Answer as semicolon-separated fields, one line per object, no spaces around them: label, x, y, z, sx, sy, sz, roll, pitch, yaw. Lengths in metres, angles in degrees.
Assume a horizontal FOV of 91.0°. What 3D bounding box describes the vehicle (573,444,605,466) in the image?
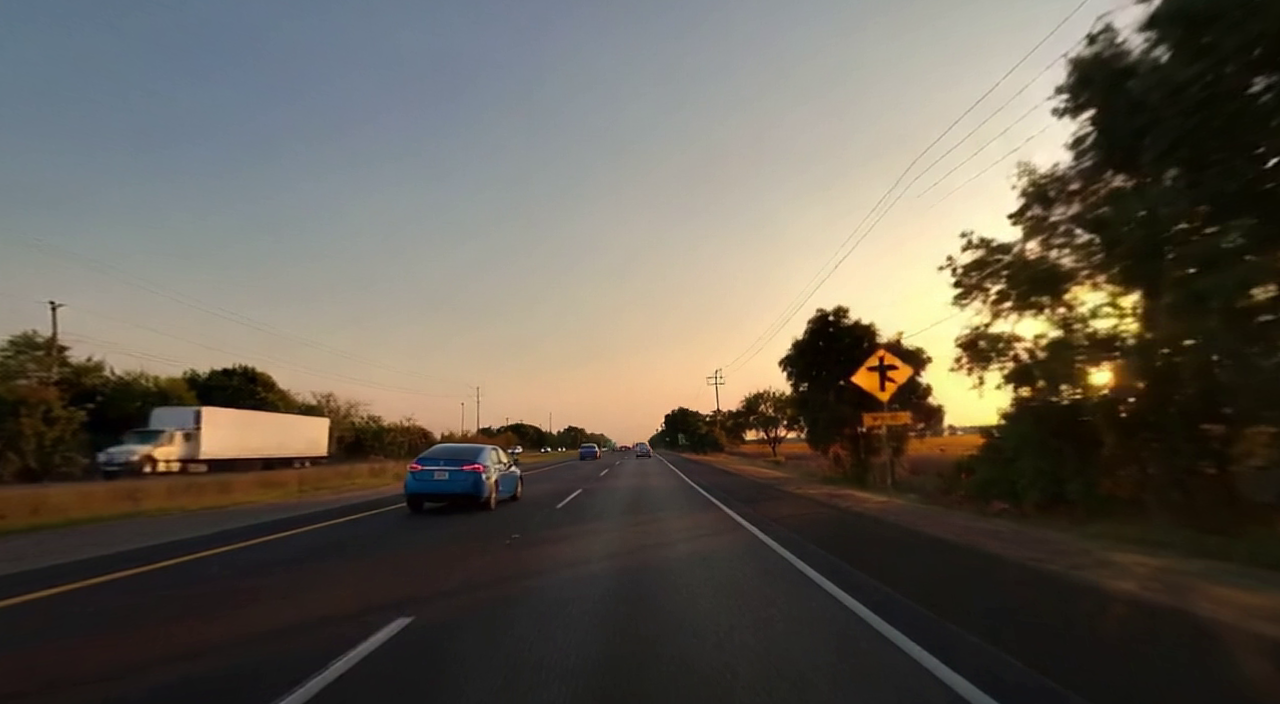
vehicle;-3.718;7.584;46.348;1.953;1.517;4.407;-1;-9;0

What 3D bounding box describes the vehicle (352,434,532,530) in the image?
vehicle;-3.783;2.573;13.125;2.120;1.597;4.810;-1;-9;1

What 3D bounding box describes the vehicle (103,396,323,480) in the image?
vehicle;-25.014;5.437;38.890;2.908;4.075;15.445;0;-9;0
